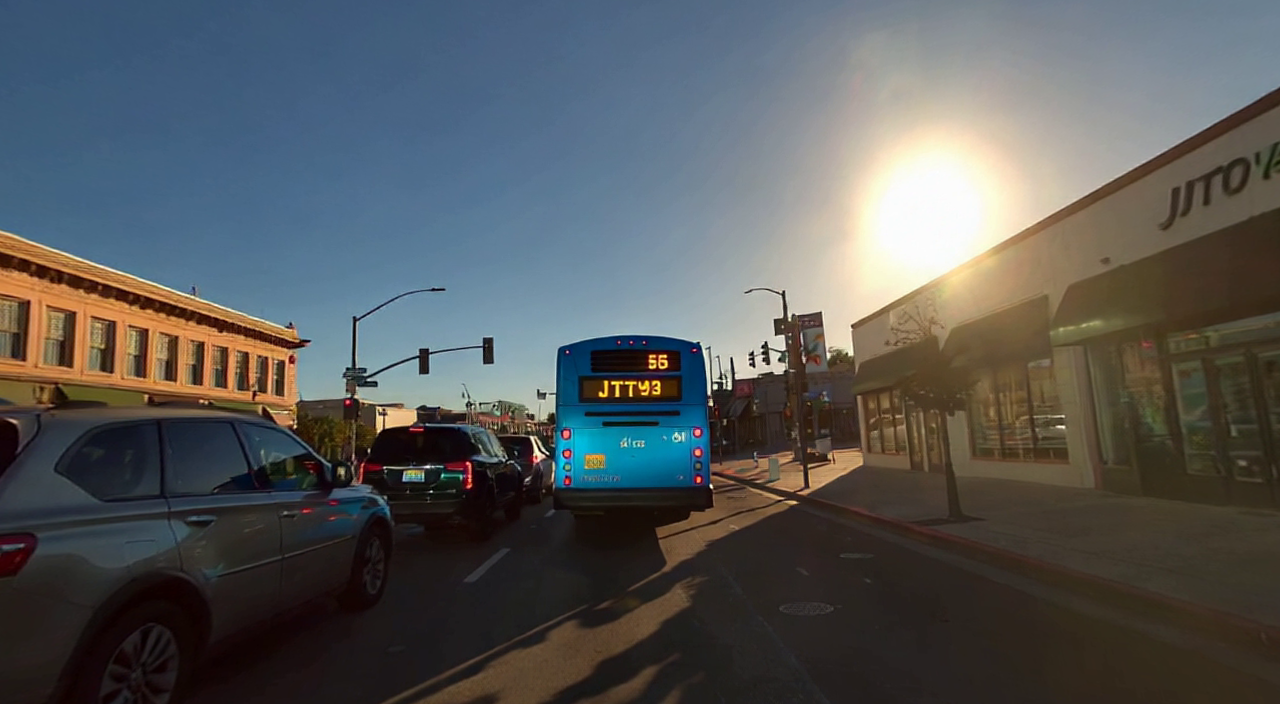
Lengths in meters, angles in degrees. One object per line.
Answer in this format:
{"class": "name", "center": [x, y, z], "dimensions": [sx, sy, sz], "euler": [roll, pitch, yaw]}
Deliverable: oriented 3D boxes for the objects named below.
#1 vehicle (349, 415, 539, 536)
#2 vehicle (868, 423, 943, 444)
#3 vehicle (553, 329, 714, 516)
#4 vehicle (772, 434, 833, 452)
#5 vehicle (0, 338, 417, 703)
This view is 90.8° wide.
{"class": "vehicle", "center": [-3.354, 2.224, 11.998], "dimensions": [2.096, 1.828, 4.669], "euler": [0, -8, 0]}
{"class": "vehicle", "center": [19.812, 6.116, 47.201], "dimensions": [4.827, 1.555, 1.863], "euler": [1, -9, -6]}
{"class": "vehicle", "center": [-0.294, 2.016, 16.718], "dimensions": [2.938, 3.468, 9.972], "euler": [0, -9, -2]}
{"class": "vehicle", "center": [11.949, 6.737, 46.650], "dimensions": [3.949, 1.337, 1.738], "euler": [0, -9, -3]}
{"class": "vehicle", "center": [-3.213, 1.092, 3.970], "dimensions": [2.020, 1.725, 4.384], "euler": [0, -8, 0]}
